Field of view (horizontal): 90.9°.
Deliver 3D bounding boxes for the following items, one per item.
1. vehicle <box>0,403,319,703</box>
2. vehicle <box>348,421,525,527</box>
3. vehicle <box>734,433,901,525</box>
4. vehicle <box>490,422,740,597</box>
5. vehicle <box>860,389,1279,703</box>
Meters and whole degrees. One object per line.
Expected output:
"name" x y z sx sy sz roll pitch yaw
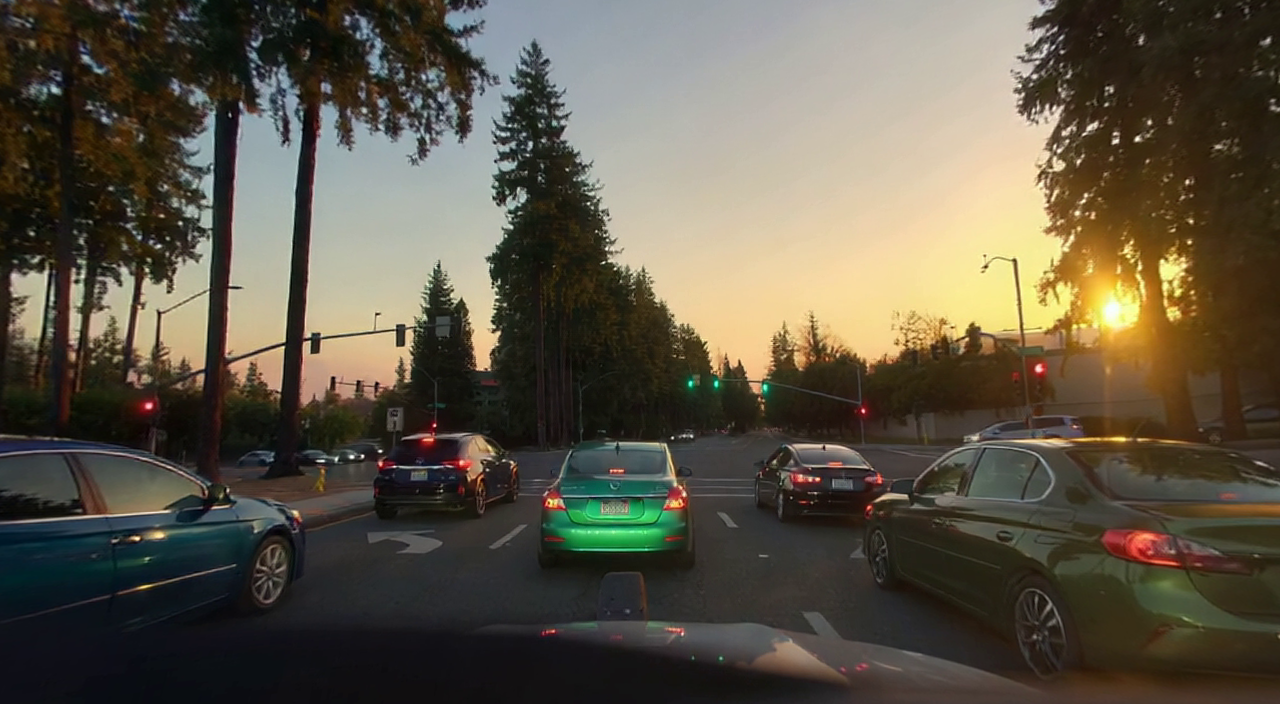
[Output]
"vehicle" -3.645 1.022 3.004 1.935 1.482 4.433 0 -8 -1
"vehicle" -3.726 2.313 12.484 1.961 1.714 4.268 0 -8 2
"vehicle" 3.183 2.337 12.332 1.975 1.460 4.357 0 -8 0
"vehicle" -0.253 1.641 7.402 2.147 1.479 3.803 0 -8 -1
"vehicle" 3.136 1.152 4.060 1.903 1.480 4.270 0 -8 0
